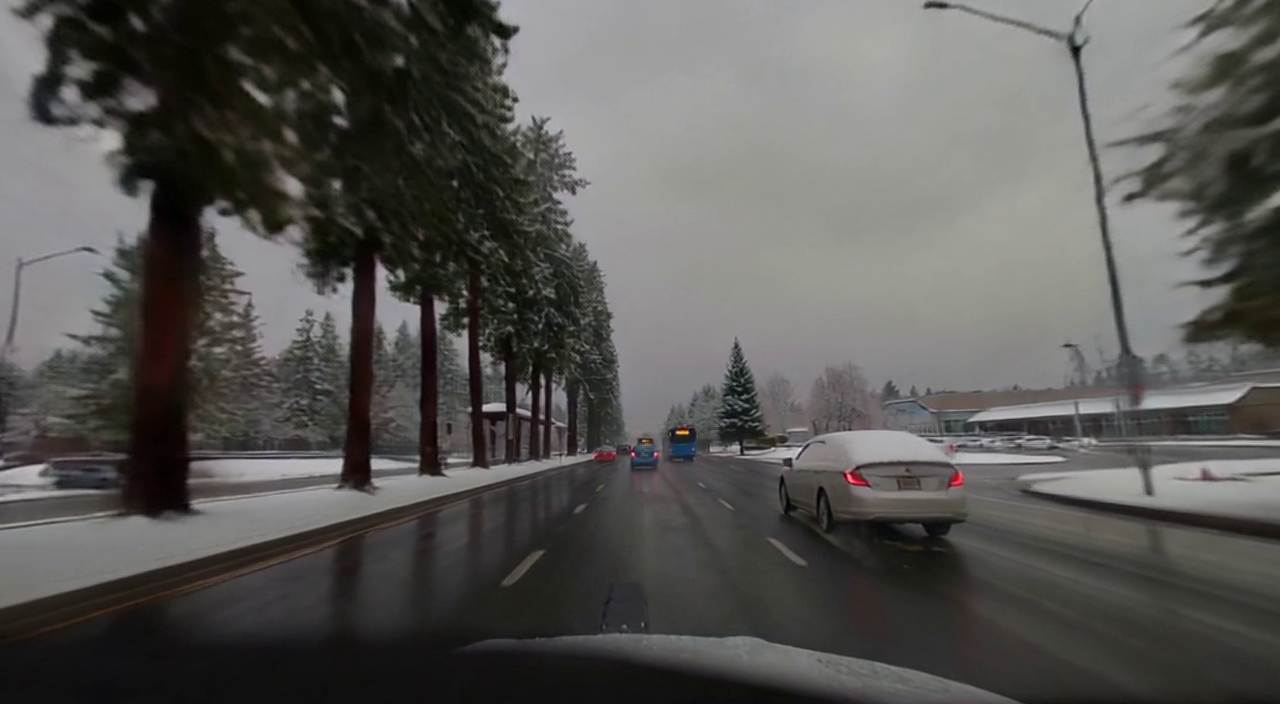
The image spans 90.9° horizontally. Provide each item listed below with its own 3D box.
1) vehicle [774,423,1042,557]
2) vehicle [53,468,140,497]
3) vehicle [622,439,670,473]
[{"bbox_3d":[3.532,1.890,9.415,2.067,1.497,4.327,0,-8,0],"label":"vehicle"},{"bbox_3d":[-31.946,7.608,37.027,4.557,1.468,1.938,-4,-9,23],"label":"vehicle"},{"bbox_3d":[0.268,4.960,30.275,2.144,1.505,4.128,0,-8,0],"label":"vehicle"}]
